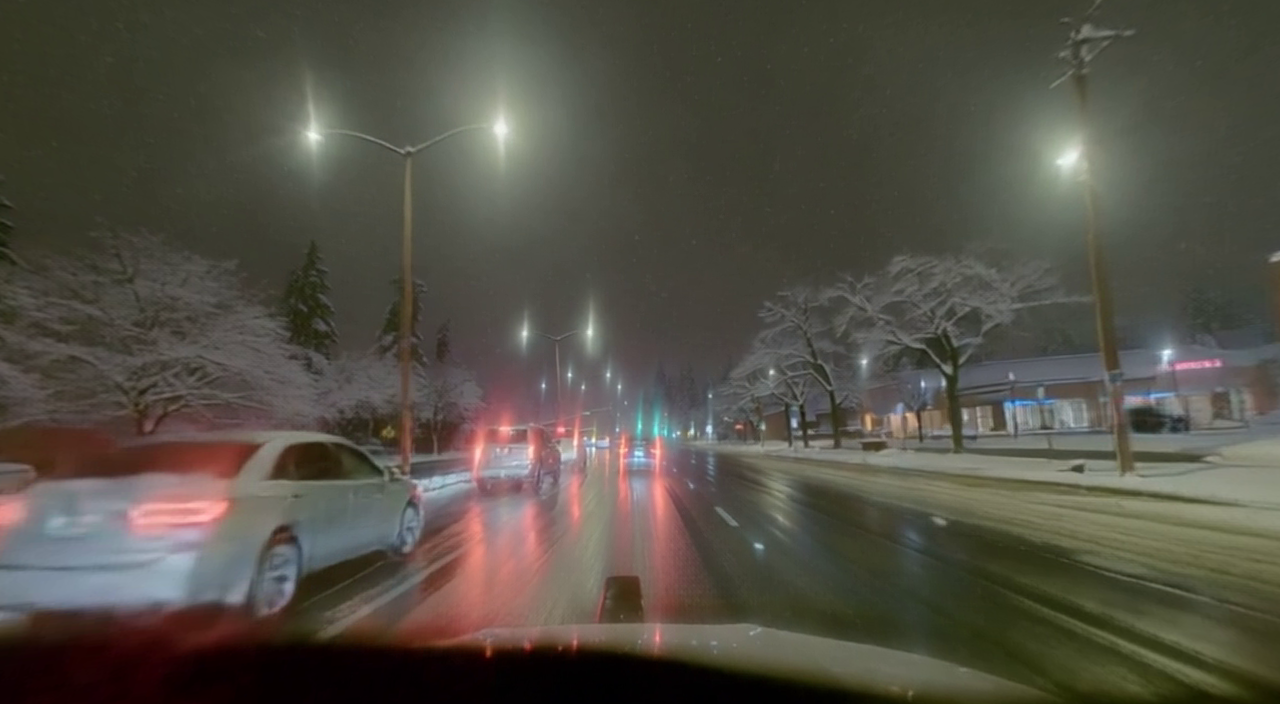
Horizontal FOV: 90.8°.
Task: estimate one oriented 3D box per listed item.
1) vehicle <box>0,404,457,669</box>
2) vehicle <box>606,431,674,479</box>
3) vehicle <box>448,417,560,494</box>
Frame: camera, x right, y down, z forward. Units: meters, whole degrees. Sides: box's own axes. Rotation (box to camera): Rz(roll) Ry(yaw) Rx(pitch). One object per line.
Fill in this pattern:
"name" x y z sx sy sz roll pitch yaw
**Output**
"vehicle" -3.453 1.374 5.869 2.139 1.487 4.453 0 -8 0
"vehicle" -0.027 3.512 21.792 2.126 1.475 3.967 0 -8 -1
"vehicle" -3.400 2.695 16.733 2.046 1.751 4.208 0 -8 0
